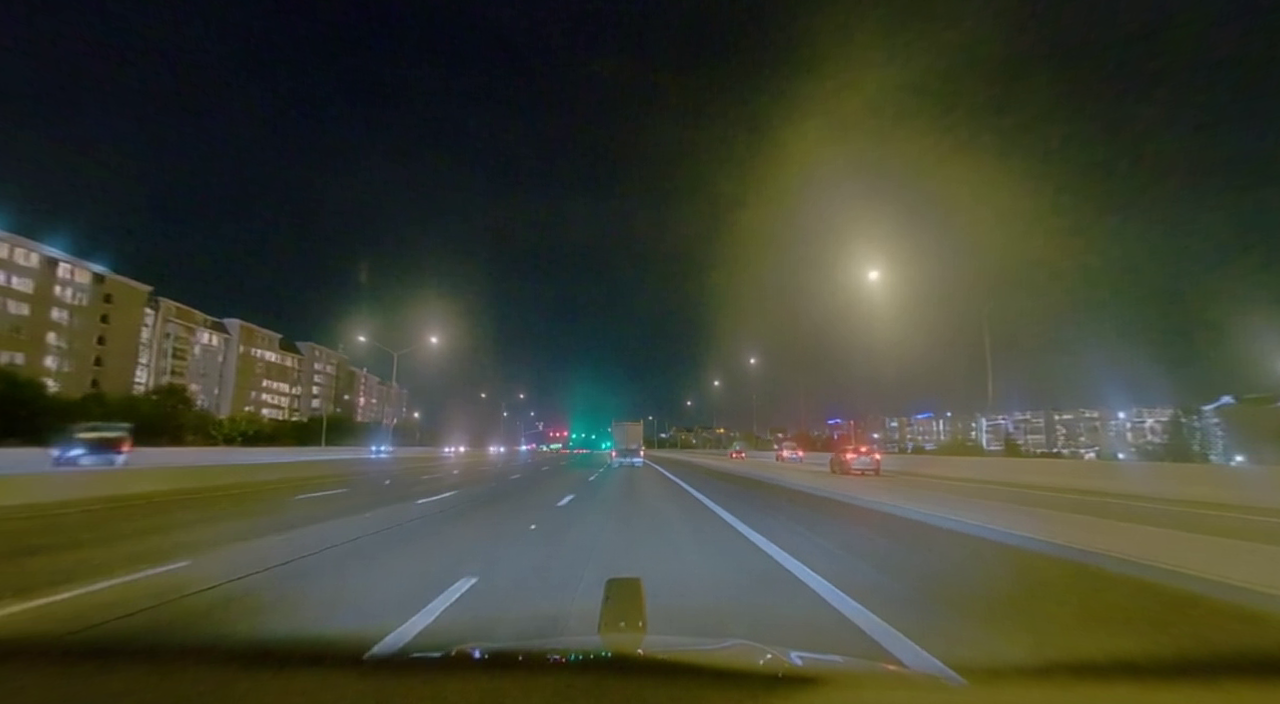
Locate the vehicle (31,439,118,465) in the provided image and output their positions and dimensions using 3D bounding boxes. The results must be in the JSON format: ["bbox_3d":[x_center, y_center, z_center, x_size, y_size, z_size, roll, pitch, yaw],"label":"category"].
[{"bbox_3d":[-41.278,7.332,46.222,1.962,1.758,4.831,0,-9,-2],"label":"vehicle"}]
